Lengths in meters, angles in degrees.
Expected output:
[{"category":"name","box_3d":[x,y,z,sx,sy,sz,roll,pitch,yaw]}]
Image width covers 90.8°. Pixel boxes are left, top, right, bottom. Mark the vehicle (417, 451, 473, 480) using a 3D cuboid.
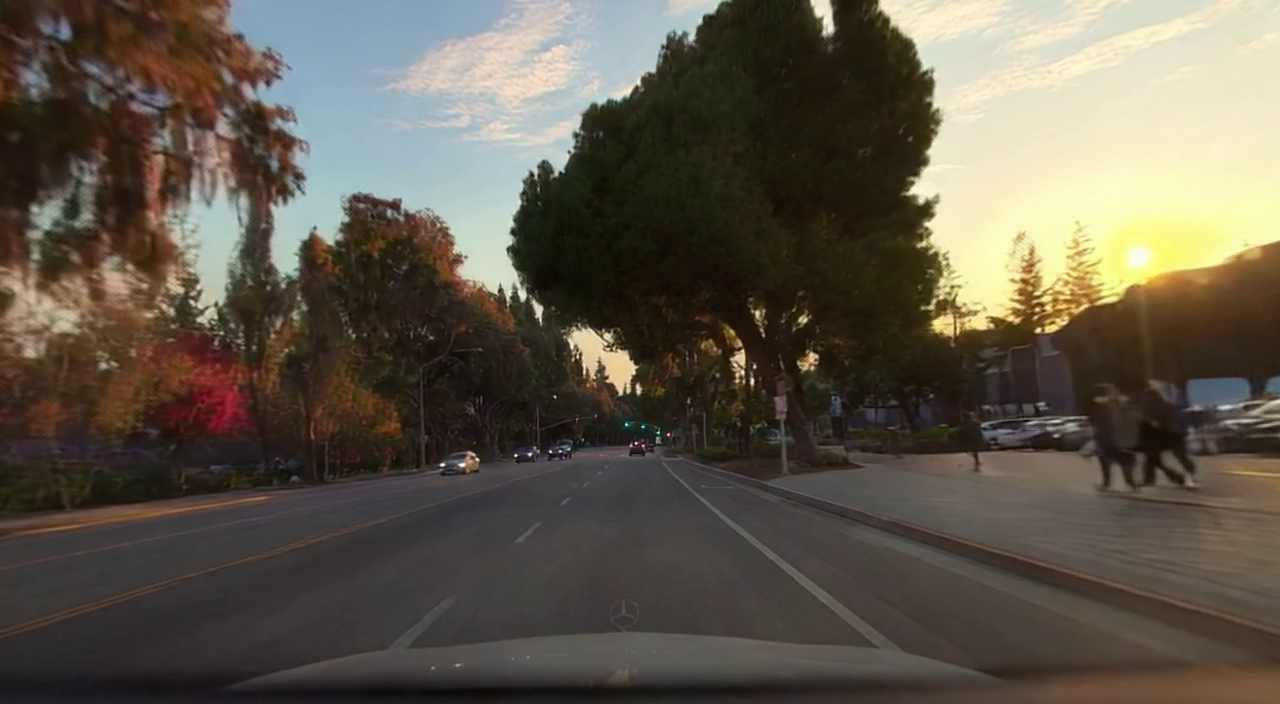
[{"category":"vehicle","box_3d":[-11.177,6.528,36.524,1.948,1.481,4.380,0,-8,-2]}]
